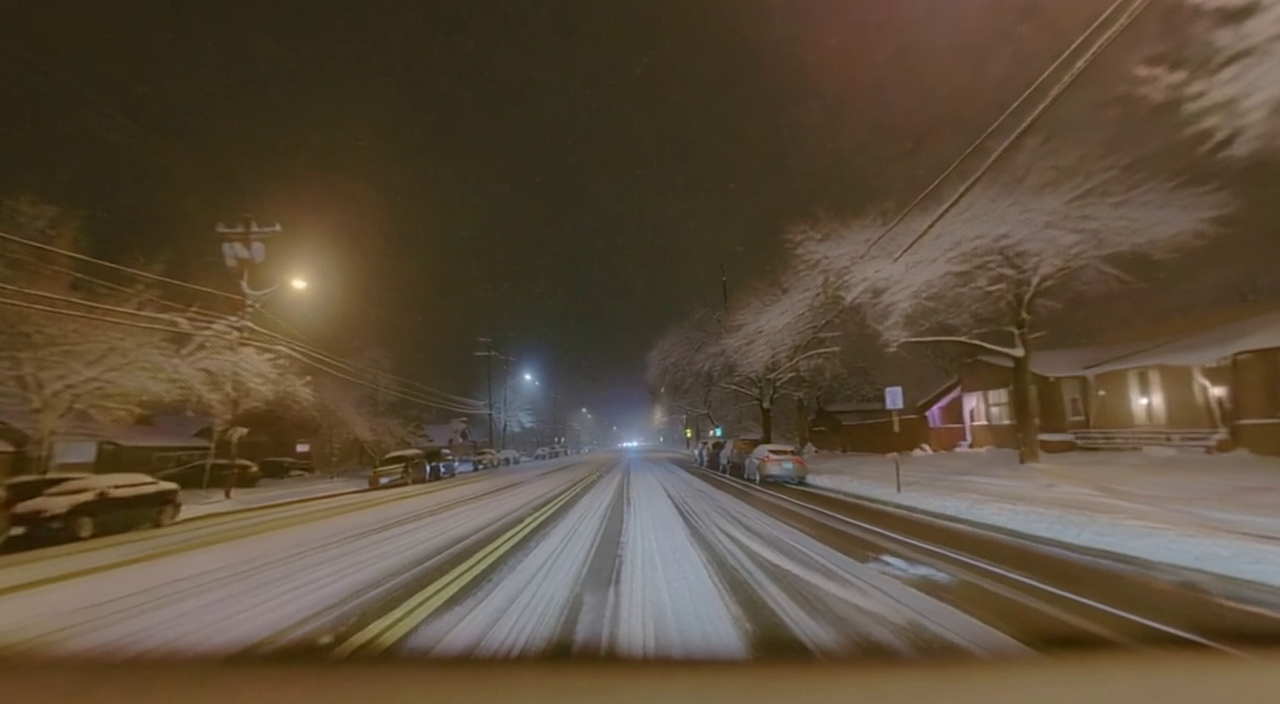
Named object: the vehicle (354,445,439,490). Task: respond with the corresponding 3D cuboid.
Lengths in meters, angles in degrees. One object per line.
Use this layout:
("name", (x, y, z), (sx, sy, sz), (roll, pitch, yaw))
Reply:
("vehicle", (-12.215, 5.800, 32.111), (2.156, 1.935, 5.464), (-4, -9, 0))

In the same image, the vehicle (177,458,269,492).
("vehicle", (-21.974, 6.473, 33.505), (1.823, 1.595, 4.174), (-1, -8, 3))

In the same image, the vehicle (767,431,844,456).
("vehicle", (11.130, 6.221, 42.780), (4.622, 1.595, 2.105), (-1, -8, 3))

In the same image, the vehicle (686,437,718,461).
("vehicle", (4.695, 7.395, 48.331), (1.919, 1.698, 4.747), (0, -8, 0))

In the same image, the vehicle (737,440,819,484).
("vehicle", (4.992, 4.044, 23.541), (1.923, 1.454, 4.460), (0, -8, -2))

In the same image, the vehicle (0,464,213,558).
("vehicle", (-12.162, 3.475, 14.273), (1.872, 1.472, 4.719), (-7, -8, -2))
